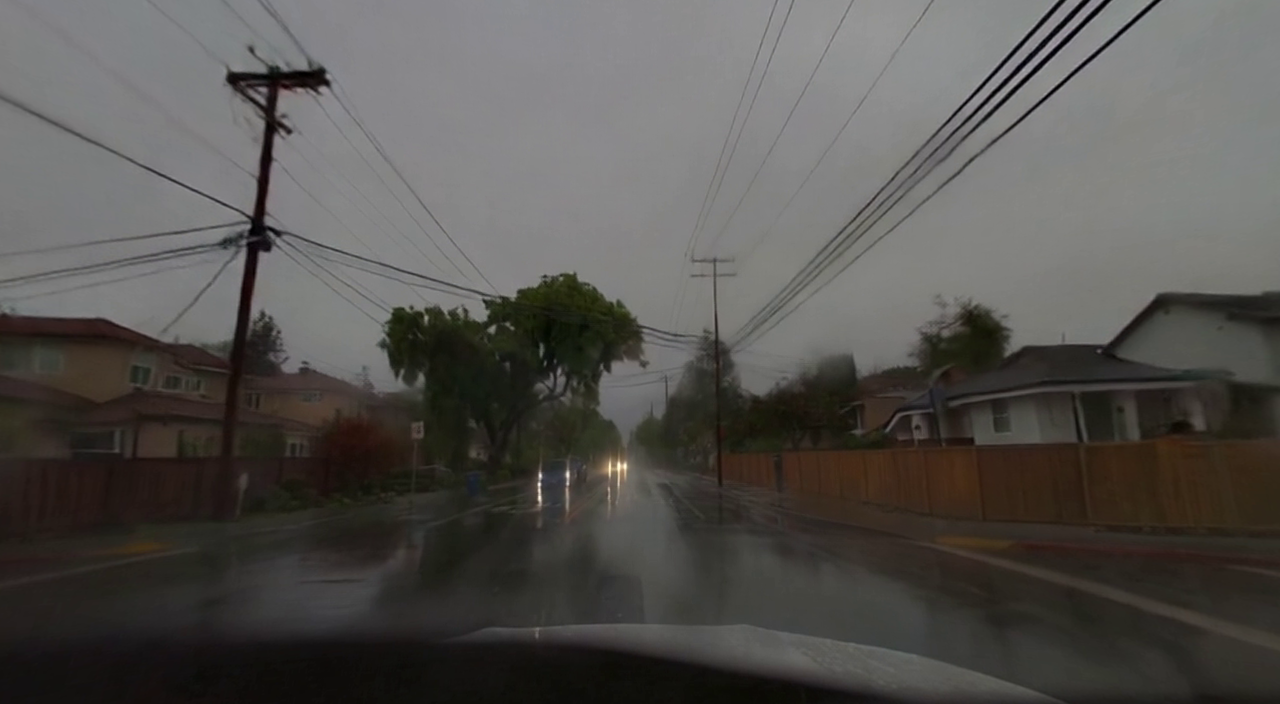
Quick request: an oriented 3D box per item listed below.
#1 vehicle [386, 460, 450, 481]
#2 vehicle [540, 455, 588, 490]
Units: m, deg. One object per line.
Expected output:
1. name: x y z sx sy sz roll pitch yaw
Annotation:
1. vehicle: -16.707 8.944 47.736 4.199 1.510 2.058 2 -9 -10
2. vehicle: -3.888 6.239 32.979 1.935 1.595 3.972 0 -9 1
